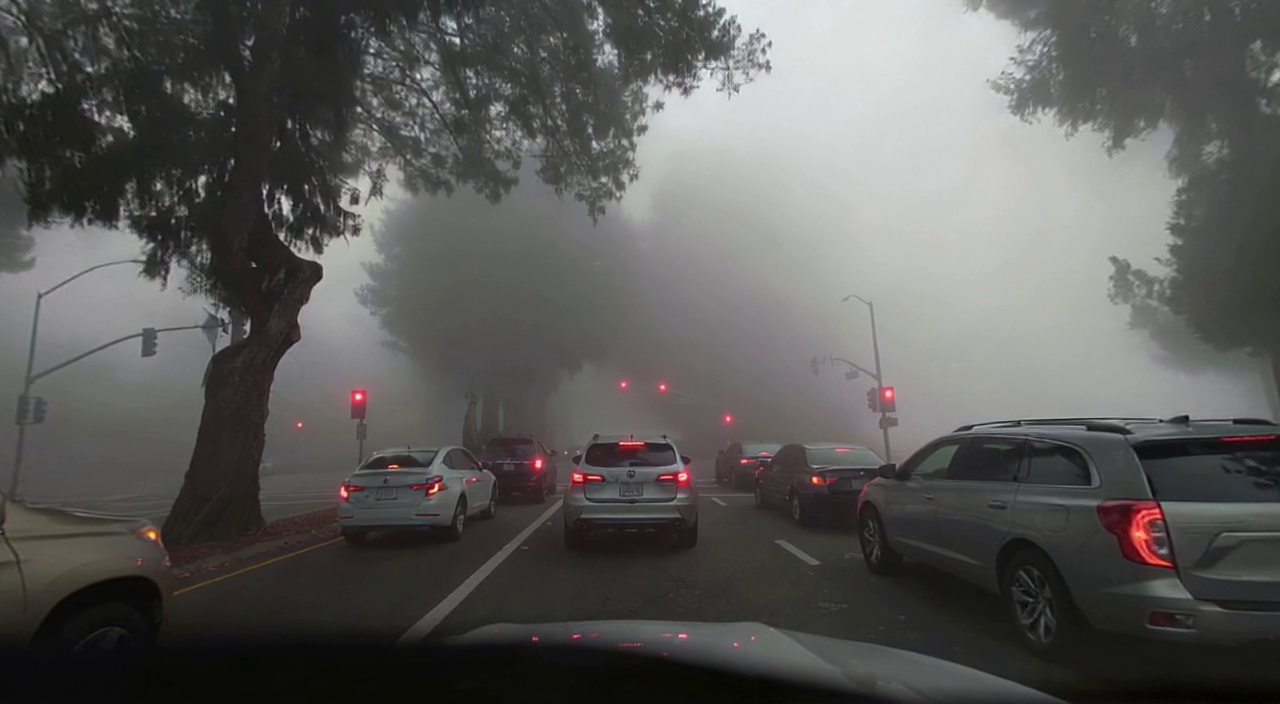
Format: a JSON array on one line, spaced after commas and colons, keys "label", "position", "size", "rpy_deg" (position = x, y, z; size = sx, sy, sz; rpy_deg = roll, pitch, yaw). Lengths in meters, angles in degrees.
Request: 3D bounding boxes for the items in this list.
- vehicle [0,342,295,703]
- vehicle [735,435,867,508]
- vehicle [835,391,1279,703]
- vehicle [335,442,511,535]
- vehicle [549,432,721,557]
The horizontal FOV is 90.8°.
[{"label": "vehicle", "position": [-3.658, 0.842, 2.537], "size": [2.047, 1.764, 4.369], "rpy_deg": [0, -8, 0]}, {"label": "vehicle", "position": [3.651, 2.782, 15.240], "size": [1.922, 1.472, 4.440], "rpy_deg": [0, -8, -1]}, {"label": "vehicle", "position": [3.392, 1.310, 5.427], "size": [1.933, 1.564, 4.600], "rpy_deg": [0, -8, 0]}, {"label": "vehicle", "position": [-3.926, 2.508, 12.331], "size": [1.919, 1.459, 4.371], "rpy_deg": [0, -8, -1]}, {"label": "vehicle", "position": [-0.069, 2.004, 9.601], "size": [2.061, 1.470, 3.970], "rpy_deg": [0, -8, 0]}]
